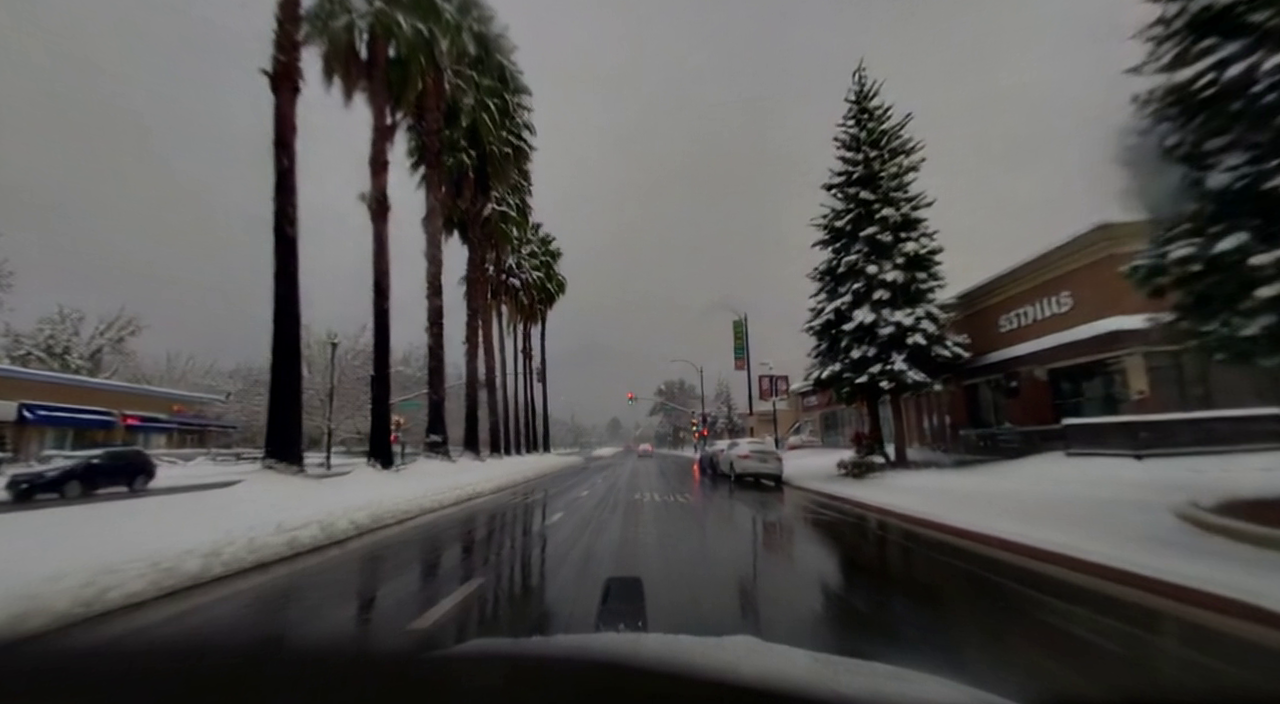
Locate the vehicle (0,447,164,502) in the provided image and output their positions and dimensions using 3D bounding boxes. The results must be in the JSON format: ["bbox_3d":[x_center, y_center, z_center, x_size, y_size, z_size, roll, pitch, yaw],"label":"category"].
[{"bbox_3d":[-20.347,4.438,23.055,2.097,1.772,4.576,-1,-10,-1],"label":"vehicle"}]

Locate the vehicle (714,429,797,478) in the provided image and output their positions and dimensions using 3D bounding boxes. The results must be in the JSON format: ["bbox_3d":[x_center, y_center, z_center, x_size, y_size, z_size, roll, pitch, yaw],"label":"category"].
[{"bbox_3d":[4.182,3.783,23.595,2.089,1.652,4.668,1,-9,-2],"label":"vehicle"}]
